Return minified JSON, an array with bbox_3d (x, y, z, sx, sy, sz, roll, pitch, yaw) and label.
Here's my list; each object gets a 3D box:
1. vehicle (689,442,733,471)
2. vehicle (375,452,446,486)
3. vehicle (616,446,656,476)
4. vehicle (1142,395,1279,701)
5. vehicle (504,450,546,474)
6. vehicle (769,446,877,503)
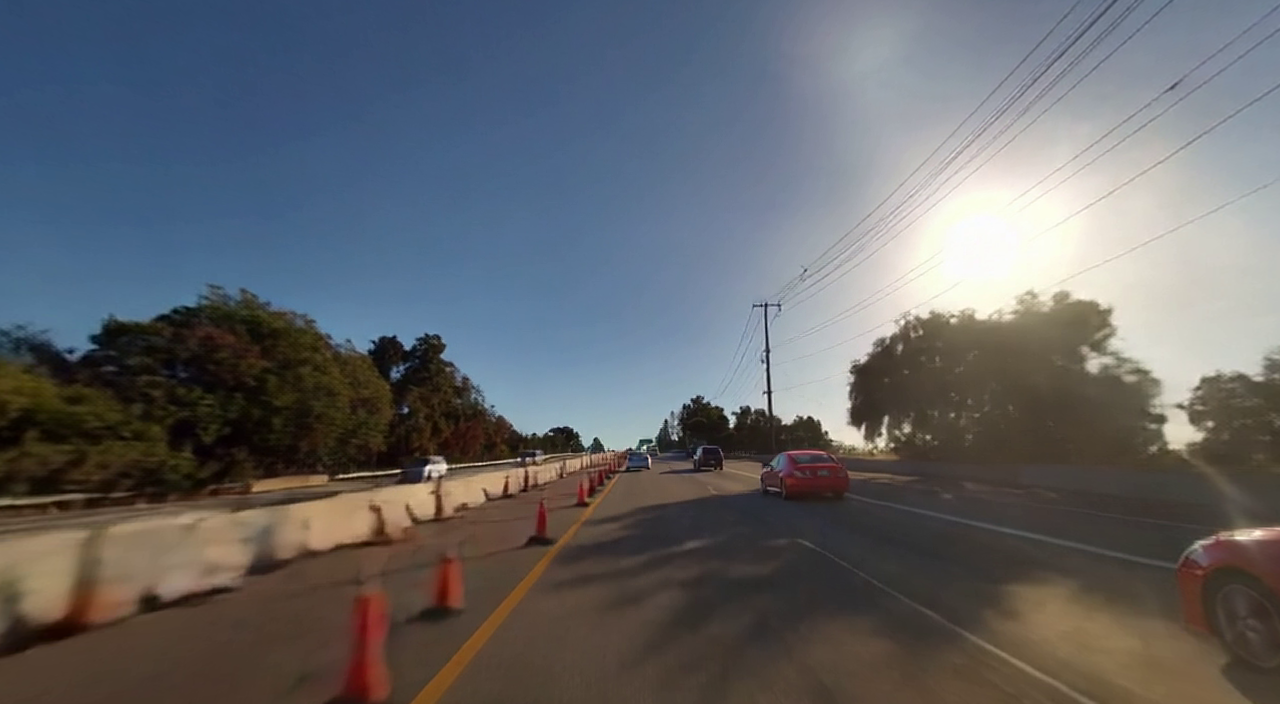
[{"bbox_3d":[5.059,7.480,45.530,2.559,1.943,5.610,0,-8,1],"label":"vehicle"},{"bbox_3d":[-11.866,6.051,32.977,2.129,1.471,4.192,-3,-8,1],"label":"vehicle"},{"bbox_3d":[-0.198,6.069,35.438,2.096,1.583,4.150,0,-8,0],"label":"vehicle"},{"bbox_3d":[4.289,0.795,1.791,1.997,1.568,4.529,0,-8,1],"label":"vehicle"},{"bbox_3d":[-7.926,7.599,43.746,1.856,1.539,4.679,-1,-8,2],"label":"vehicle"},{"bbox_3d":[5.083,3.422,18.120,1.881,1.409,4.016,0,-8,0],"label":"vehicle"}]
